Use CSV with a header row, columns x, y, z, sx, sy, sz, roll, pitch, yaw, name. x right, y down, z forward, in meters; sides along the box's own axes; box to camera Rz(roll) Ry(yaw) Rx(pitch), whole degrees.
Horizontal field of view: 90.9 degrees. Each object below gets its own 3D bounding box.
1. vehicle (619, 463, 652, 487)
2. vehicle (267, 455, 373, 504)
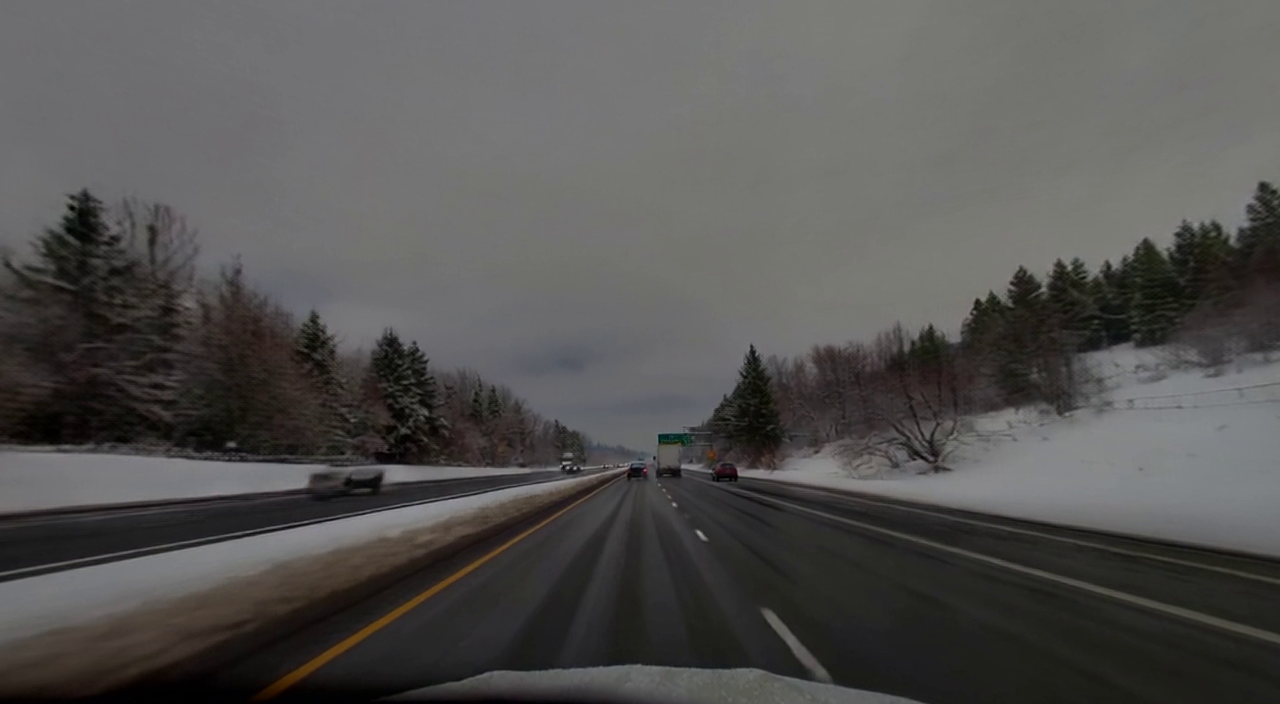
x,y,z,sx,sy,sz,roll,pitch,yaw,name
-0.340,7.975,40.919,2.025,1.452,3.927,1,-10,-1,vehicle
-12.872,5.160,25.706,2.114,1.757,4.350,1,-10,-2,vehicle
